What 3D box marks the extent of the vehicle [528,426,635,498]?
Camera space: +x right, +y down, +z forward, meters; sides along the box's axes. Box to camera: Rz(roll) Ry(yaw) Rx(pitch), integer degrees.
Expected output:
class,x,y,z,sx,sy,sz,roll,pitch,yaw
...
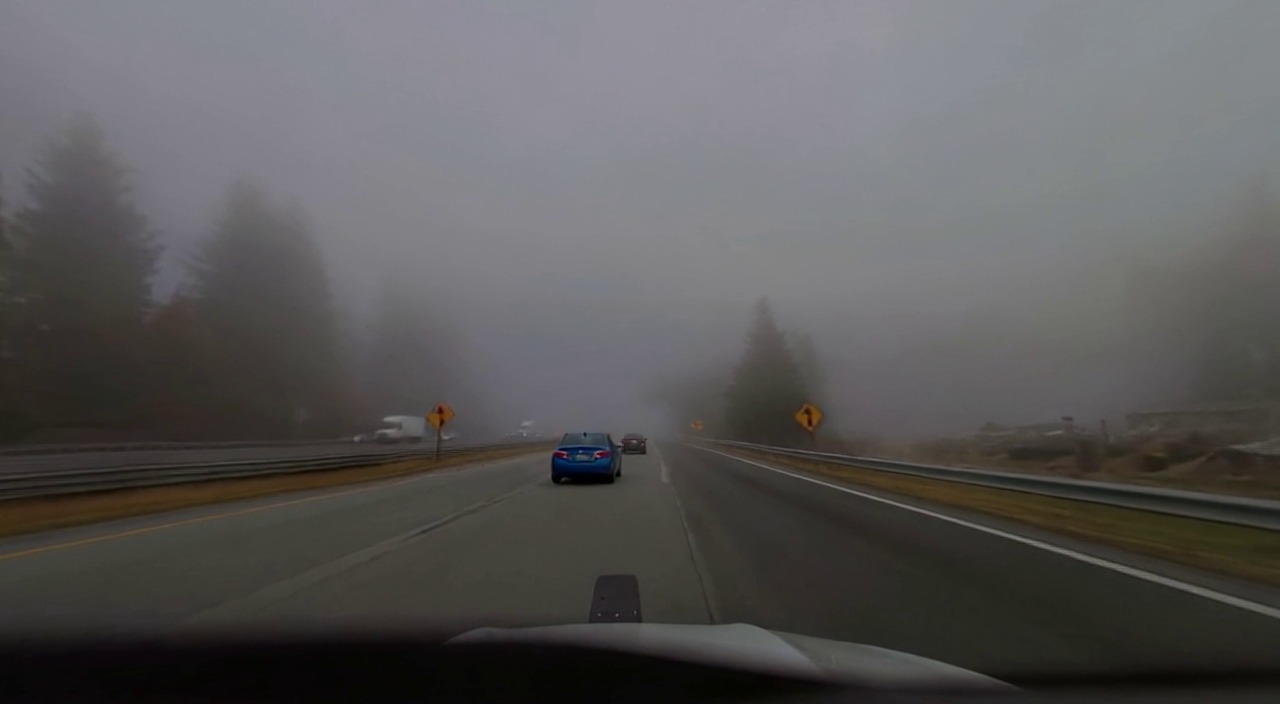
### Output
class,x,y,z,sx,sy,sz,roll,pitch,yaw
vehicle,-1.197,2.507,14.870,1.977,1.443,4.225,0,-8,2

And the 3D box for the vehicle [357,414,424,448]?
class,x,y,z,sx,sy,sz,roll,pitch,yaw
vehicle,-18.426,5.906,46.943,2.267,2.355,6.194,0,-8,2
